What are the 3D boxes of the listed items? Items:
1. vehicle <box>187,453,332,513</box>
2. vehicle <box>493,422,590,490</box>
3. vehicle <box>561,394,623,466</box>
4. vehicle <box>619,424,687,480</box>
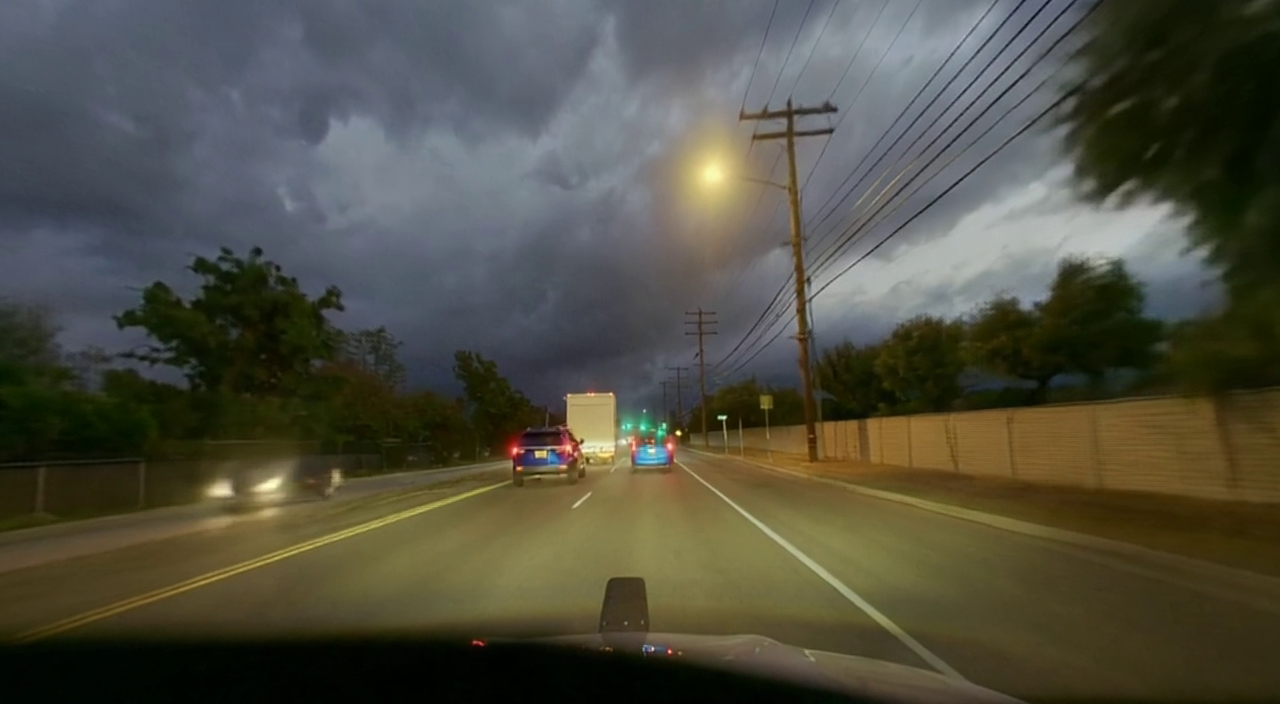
[{"bbox_3d":[-11.969,4.106,20.207,2.052,1.401,4.191,-7,-8,0],"label":"vehicle"},{"bbox_3d":[-2.842,3.146,19.327,2.093,1.832,4.508,0,-8,2],"label":"vehicle"},{"bbox_3d":[-2.617,4.814,38.035,2.928,3.658,10.953,0,-8,0],"label":"vehicle"},{"bbox_3d":[0.411,3.494,22.228,2.174,1.749,4.113,0,-8,0],"label":"vehicle"}]
